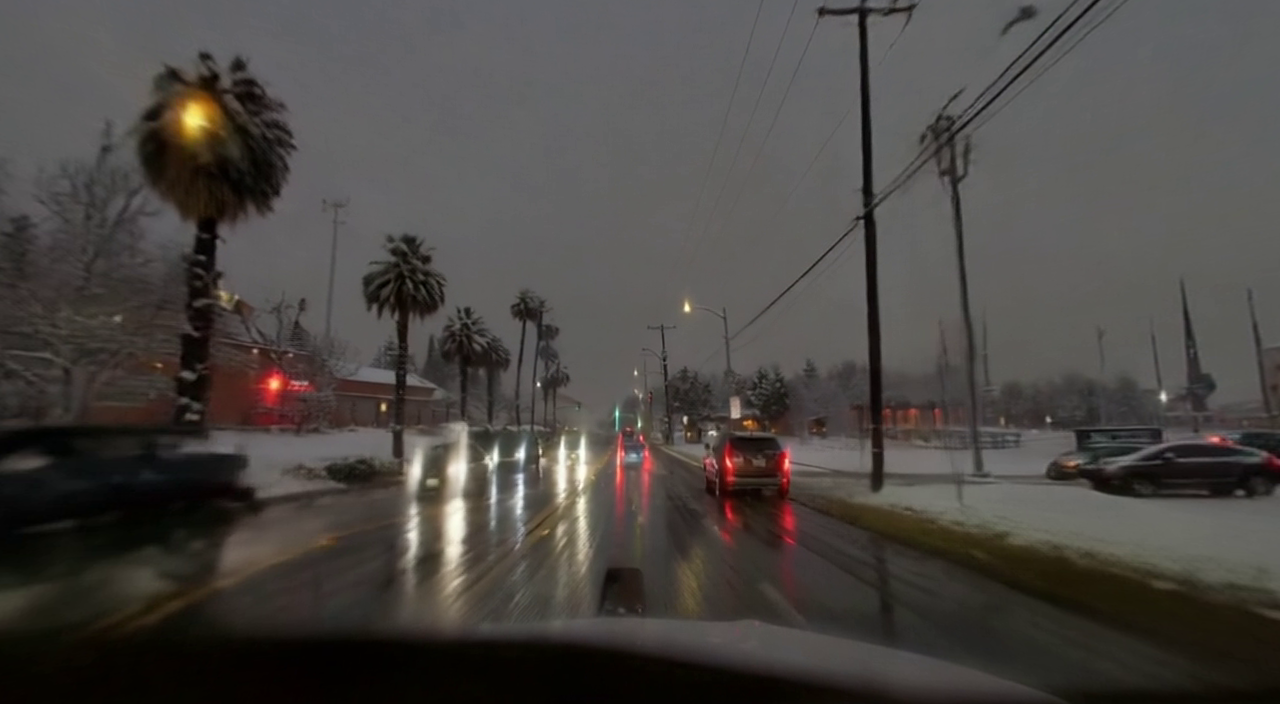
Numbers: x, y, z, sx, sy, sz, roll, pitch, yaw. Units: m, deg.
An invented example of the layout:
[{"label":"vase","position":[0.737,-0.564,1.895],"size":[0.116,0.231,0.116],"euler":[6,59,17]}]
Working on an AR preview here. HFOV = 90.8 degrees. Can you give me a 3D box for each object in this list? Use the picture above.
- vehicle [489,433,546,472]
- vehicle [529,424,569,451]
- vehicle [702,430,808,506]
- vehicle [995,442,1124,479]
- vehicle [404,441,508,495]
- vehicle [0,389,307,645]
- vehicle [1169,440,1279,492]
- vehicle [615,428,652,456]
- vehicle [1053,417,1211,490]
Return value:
[{"label":"vehicle","position":[-6.348,5.245,33.255],"size":[2.138,1.858,4.788],"euler":[0,-8,-1]},{"label":"vehicle","position":[-6.541,6.231,45.834],"size":[2.295,1.837,4.680],"euler":[0,-8,-1]},{"label":"vehicle","position":[3.052,3.174,17.784],"size":[1.995,1.858,4.333],"euler":[0,-8,-2]},{"label":"vehicle","position":[20.325,5.252,30.776],"size":[4.540,1.386,2.337],"euler":[-4,-8,-1]},{"label":"vehicle","position":[-5.942,3.770,21.092],"size":[2.168,1.572,4.635],"euler":[0,-8,-1]},{"label":"vehicle","position":[-5.839,1.513,6.604],"size":[2.106,1.890,4.783],"euler":[0,-8,0]},{"label":"vehicle","position":[20.574,3.656,20.548],"size":[4.673,1.592,2.193],"euler":[-1,-8,2]},{"label":"vehicle","position":[-0.458,5.703,39.820],"size":[2.196,1.655,3.939],"euler":[0,-8,-2]},{"label":"vehicle","position":[24.094,5.002,31.223],"size":[5.041,3.302,3.064],"euler":[1,-9,1]}]
